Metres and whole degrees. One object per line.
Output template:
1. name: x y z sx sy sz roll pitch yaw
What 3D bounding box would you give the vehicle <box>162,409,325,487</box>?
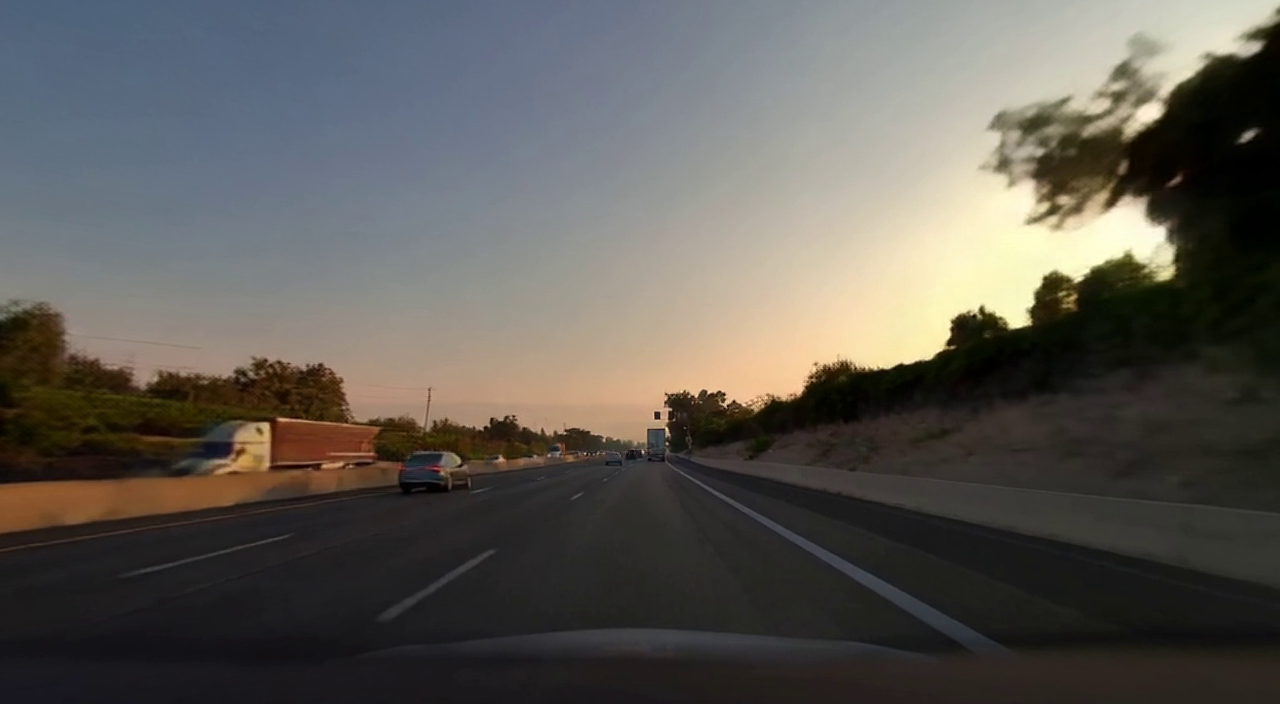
1. vehicle: -22.860 5.697 37.382 2.991 3.954 10.063 0 -9 1

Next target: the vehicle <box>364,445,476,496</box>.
1. vehicle: -7.195 3.910 21.163 2.031 1.521 4.503 0 -9 1
